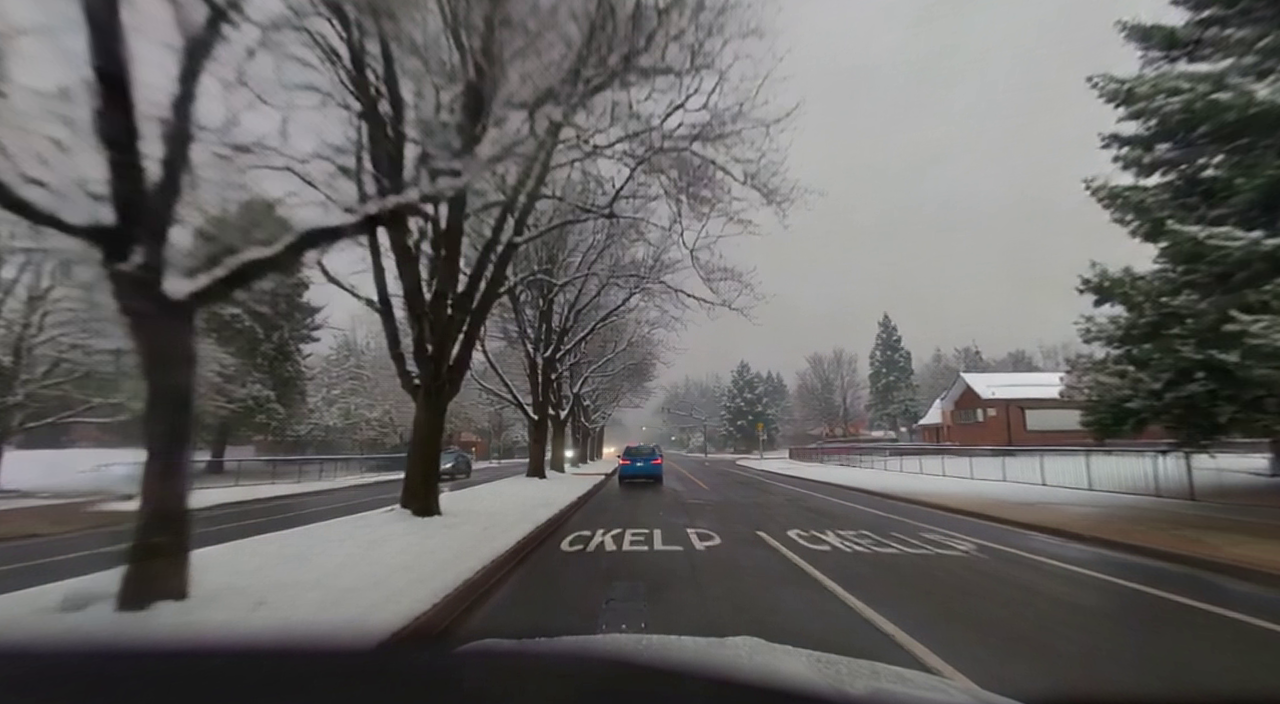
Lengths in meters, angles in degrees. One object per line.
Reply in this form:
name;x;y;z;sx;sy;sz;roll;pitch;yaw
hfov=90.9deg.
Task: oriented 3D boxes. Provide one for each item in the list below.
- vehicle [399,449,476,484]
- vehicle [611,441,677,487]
vehicle;-9.386;5.303;29.645;2.030;1.468;4.469;-1;-9;1
vehicle;0.140;4.048;23.159;2.158;1.469;4.909;0;-8;0
